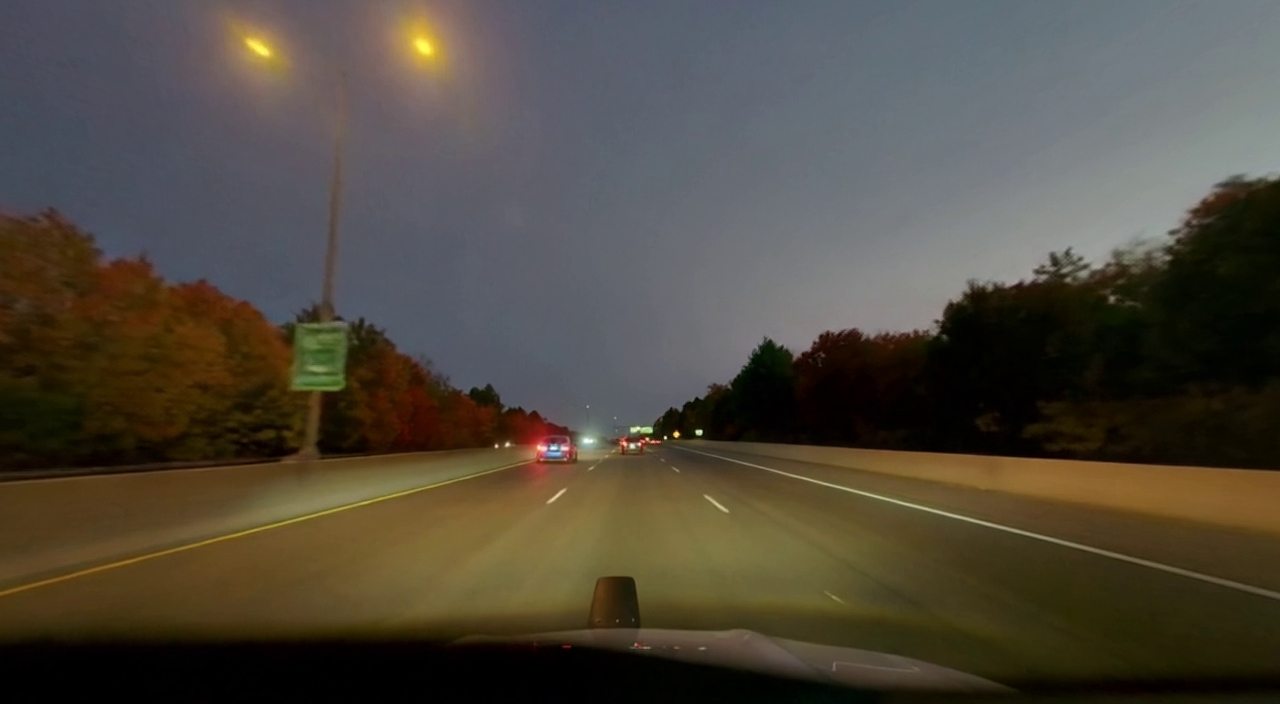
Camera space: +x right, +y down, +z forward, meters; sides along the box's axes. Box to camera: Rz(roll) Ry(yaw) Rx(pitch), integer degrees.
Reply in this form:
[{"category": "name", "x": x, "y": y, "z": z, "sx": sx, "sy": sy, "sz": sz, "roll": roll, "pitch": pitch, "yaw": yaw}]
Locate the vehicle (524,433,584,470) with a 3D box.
[{"category": "vehicle", "x": -3.766, "y": 4.430, "z": 28.372, "sx": 2.103, "sy": 1.507, "sz": 4.367, "roll": 0, "pitch": -8, "yaw": 0}]
